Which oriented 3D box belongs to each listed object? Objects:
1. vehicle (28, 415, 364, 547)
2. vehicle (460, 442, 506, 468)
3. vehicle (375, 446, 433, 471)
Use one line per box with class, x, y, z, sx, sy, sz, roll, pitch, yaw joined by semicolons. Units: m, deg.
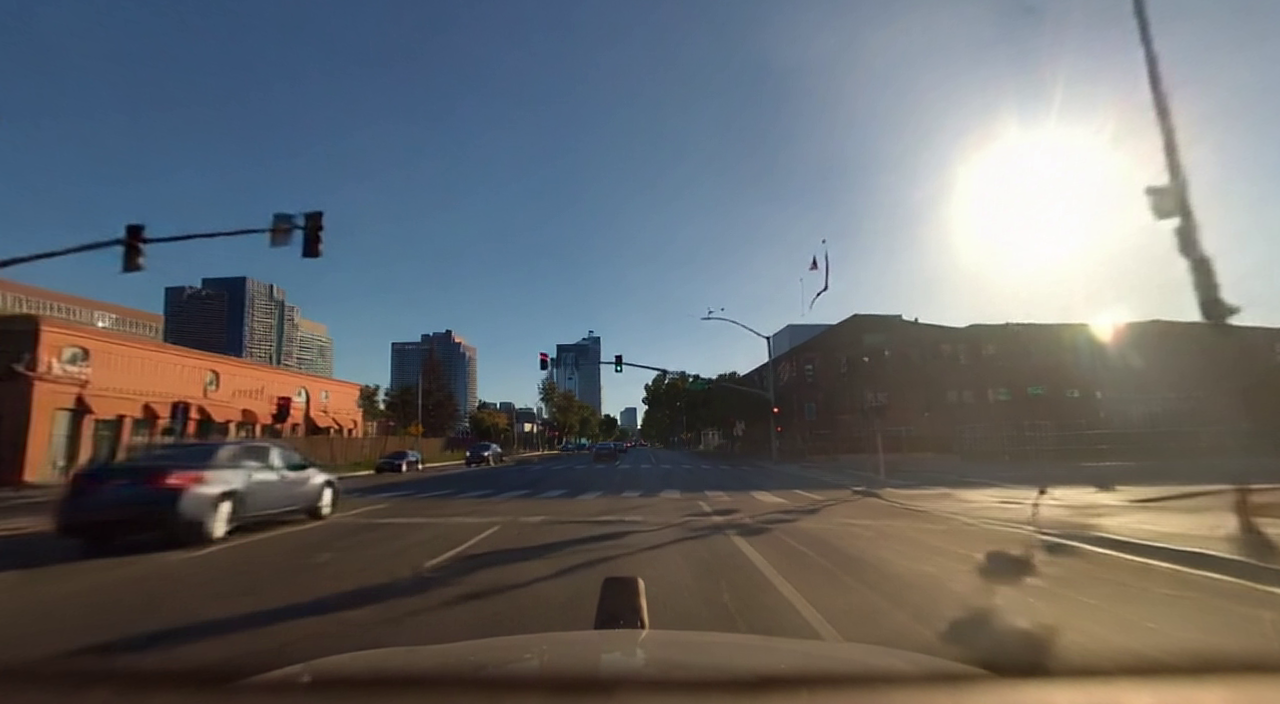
vehicle;-6.864;2.040;10.627;2.262;1.708;4.466;0;-9;2
vehicle;-10.787;7.093;43.679;1.893;1.654;4.127;0;-9;2
vehicle;-14.542;6.581;39.157;1.847;1.453;4.286;0;-9;2
